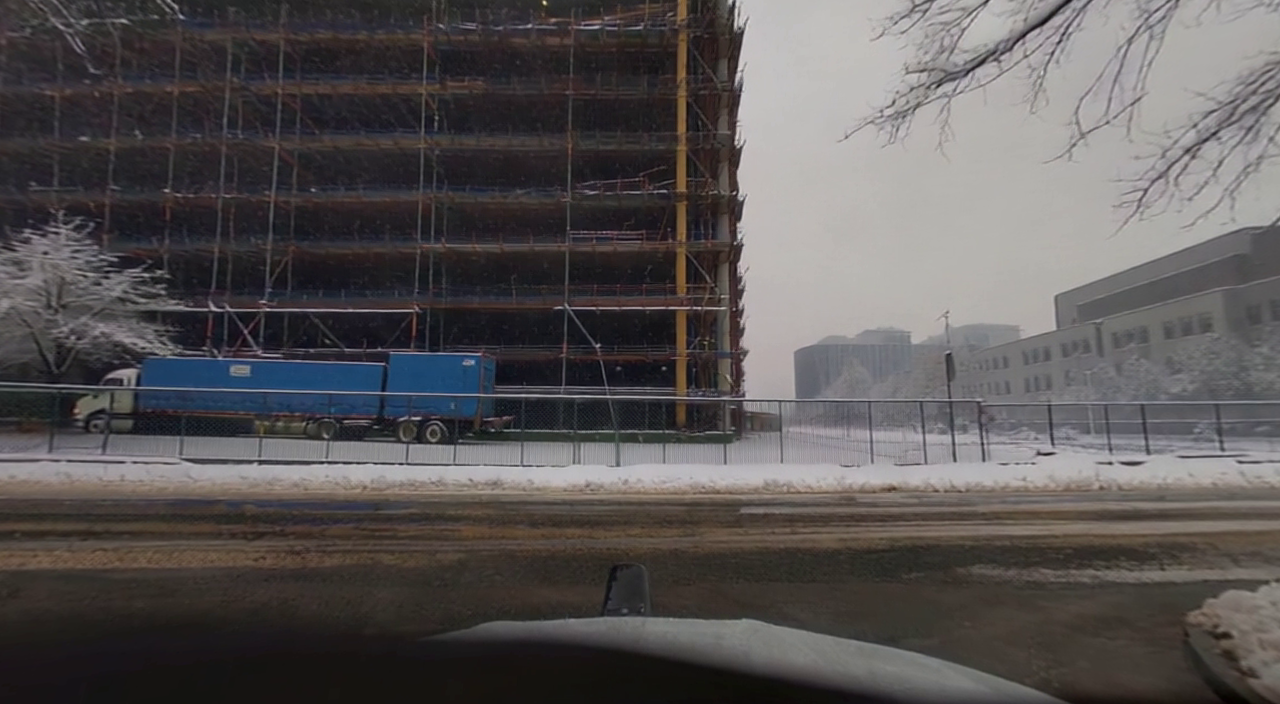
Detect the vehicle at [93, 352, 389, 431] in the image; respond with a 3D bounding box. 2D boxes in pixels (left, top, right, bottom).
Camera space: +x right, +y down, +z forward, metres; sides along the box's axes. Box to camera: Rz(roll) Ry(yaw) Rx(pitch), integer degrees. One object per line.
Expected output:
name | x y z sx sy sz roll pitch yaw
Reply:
vehicle | -22.385 2.483 36.620 14.067 4.099 2.832 2 -8 -15
